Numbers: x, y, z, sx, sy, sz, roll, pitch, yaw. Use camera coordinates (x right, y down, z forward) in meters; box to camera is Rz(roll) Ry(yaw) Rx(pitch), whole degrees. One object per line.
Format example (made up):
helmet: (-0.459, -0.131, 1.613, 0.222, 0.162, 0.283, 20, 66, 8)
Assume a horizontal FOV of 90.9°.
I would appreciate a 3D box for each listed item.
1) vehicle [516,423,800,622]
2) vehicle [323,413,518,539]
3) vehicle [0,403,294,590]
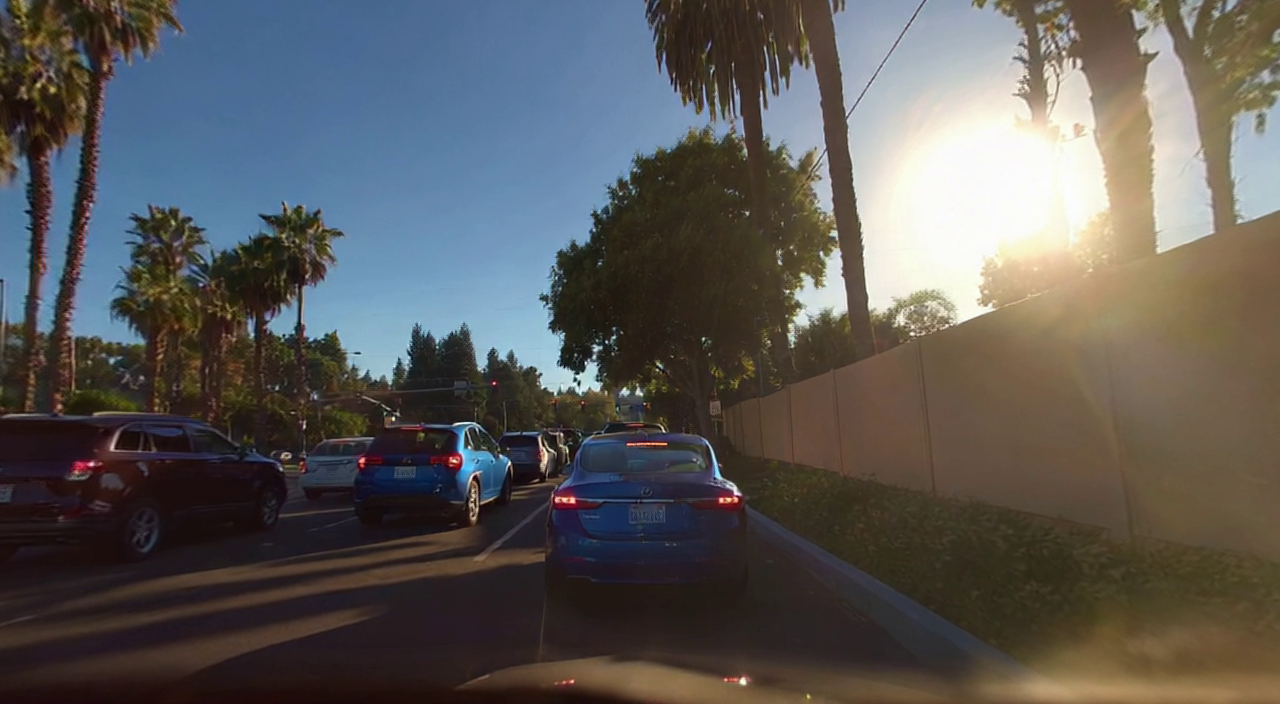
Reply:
vehicle: (0.070, 1.597, 6.947, 2.128, 1.473, 4.272, 0, -8, -2)
vehicle: (-3.486, 2.050, 10.992, 2.007, 1.746, 4.136, 0, -8, -2)
vehicle: (-6.676, 1.670, 8.132, 1.963, 1.721, 4.467, 0, -8, -2)
